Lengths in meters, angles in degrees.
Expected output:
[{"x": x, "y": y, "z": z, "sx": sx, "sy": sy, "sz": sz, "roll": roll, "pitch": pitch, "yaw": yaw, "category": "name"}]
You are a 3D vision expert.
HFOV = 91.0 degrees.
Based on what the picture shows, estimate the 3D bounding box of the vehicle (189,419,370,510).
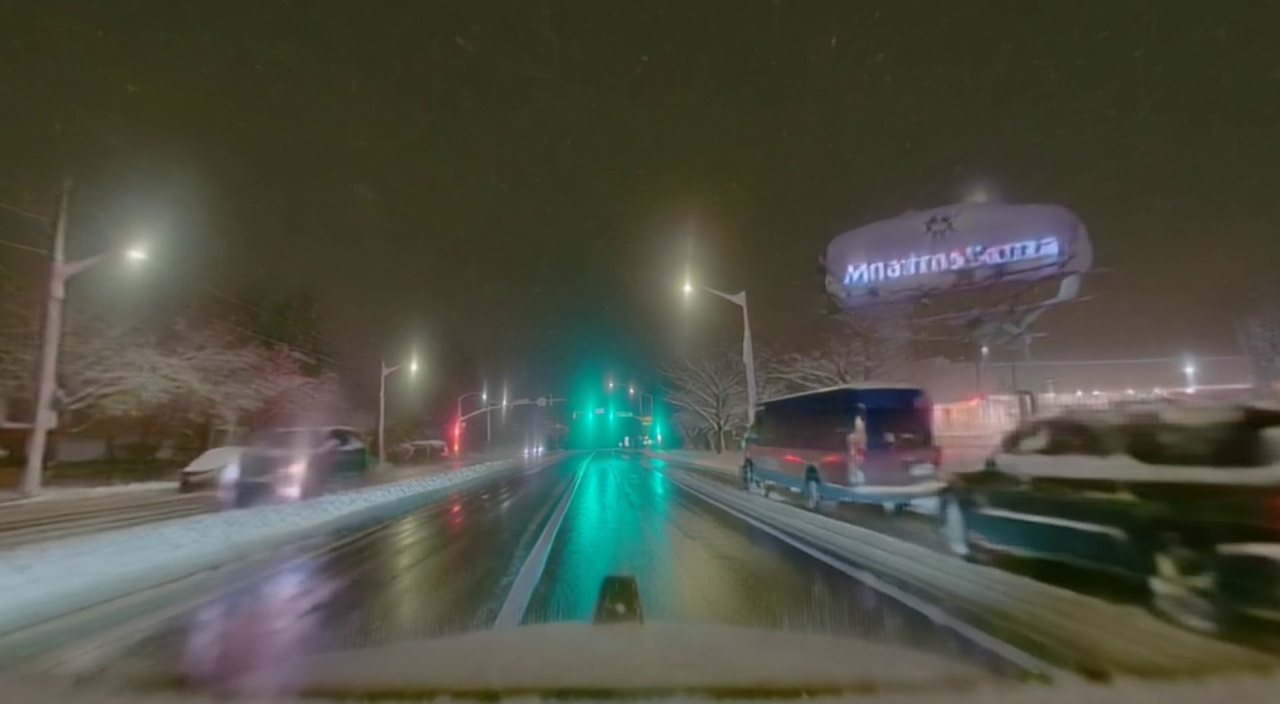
[{"x": -9.188, "y": 2.889, "z": 16.703, "sx": 2.235, "sy": 2.023, "sz": 4.923, "roll": 1, "pitch": -8, "yaw": -6, "category": "vehicle"}]

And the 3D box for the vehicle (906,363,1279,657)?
[{"x": 5.212, "y": 1.451, "z": 6.918, "sx": 2.002, "sy": 2.010, "sz": 5.145, "roll": 1, "pitch": -8, "yaw": -4, "category": "vehicle"}]

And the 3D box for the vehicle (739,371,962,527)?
[{"x": 4.496, "y": 2.192, "z": 15.057, "sx": 2.739, "sy": 2.866, "sz": 6.142, "roll": -1, "pitch": -7, "yaw": -4, "category": "vehicle"}]
